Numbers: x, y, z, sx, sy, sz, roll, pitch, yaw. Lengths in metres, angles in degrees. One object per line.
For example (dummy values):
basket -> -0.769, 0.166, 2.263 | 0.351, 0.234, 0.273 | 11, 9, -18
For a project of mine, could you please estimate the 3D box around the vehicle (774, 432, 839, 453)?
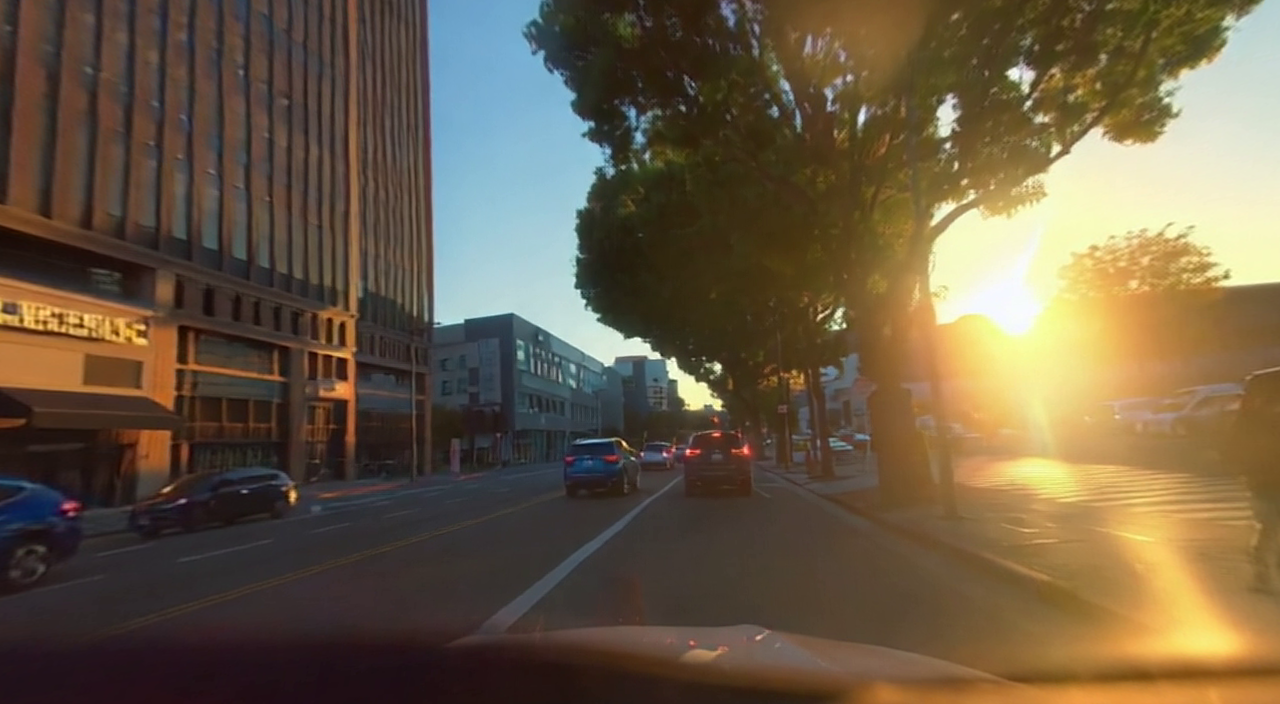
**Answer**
vehicle -> 12.549, 6.853, 47.872 | 4.426, 1.490, 1.862 | -1, -8, 4

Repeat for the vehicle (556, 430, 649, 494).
vehicle -> -1.012, 3.303, 19.323 | 2.023, 1.702, 4.152 | -1, -9, 8

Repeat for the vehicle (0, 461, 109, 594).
vehicle -> -8.527, 1.945, 6.521 | 1.857, 1.507, 4.504 | -1, -8, 7

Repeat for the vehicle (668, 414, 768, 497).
vehicle -> 2.110, 2.840, 17.584 | 2.352, 1.953, 4.796 | -1, -8, 6

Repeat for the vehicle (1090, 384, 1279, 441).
vehicle -> 14.716, 1.632, 16.687 | 4.189, 1.395, 1.725 | -1, -8, 7

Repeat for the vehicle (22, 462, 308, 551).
vehicle -> -10.534, 3.409, 14.784 | 2.103, 1.514, 5.374 | -1, -8, 7
